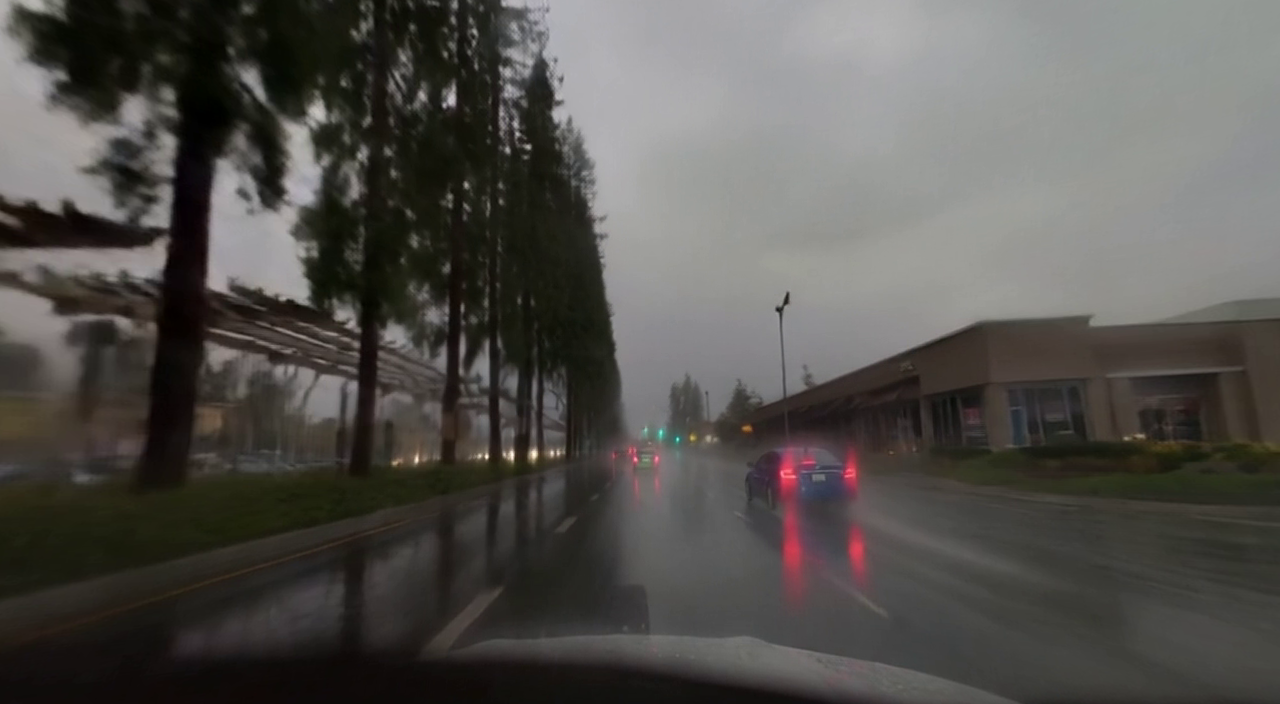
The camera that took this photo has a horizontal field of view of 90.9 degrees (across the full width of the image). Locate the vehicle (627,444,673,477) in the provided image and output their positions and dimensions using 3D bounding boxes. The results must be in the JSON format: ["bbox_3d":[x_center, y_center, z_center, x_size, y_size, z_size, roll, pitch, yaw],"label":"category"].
[{"bbox_3d":[0.474,5.335,31.258,2.144,1.505,4.128,0,-8,0],"label":"vehicle"}]

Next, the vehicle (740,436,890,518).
[{"bbox_3d":[3.625,2.662,14.003,2.067,1.497,4.327,0,-8,0],"label":"vehicle"}]
